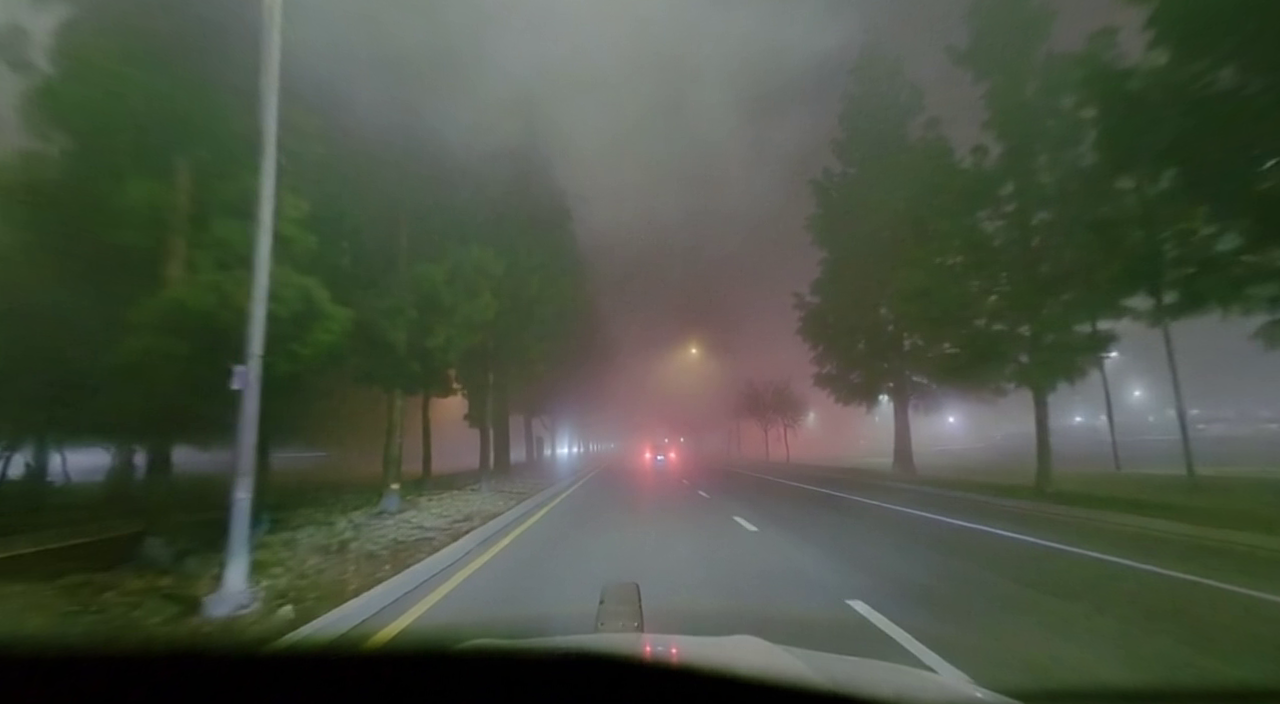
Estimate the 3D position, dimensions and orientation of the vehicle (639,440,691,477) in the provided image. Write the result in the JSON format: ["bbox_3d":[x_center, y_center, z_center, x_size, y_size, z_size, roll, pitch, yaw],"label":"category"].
[{"bbox_3d":[1.046,4.884,29.297,2.048,1.584,4.393,0,-8,-2],"label":"vehicle"}]
